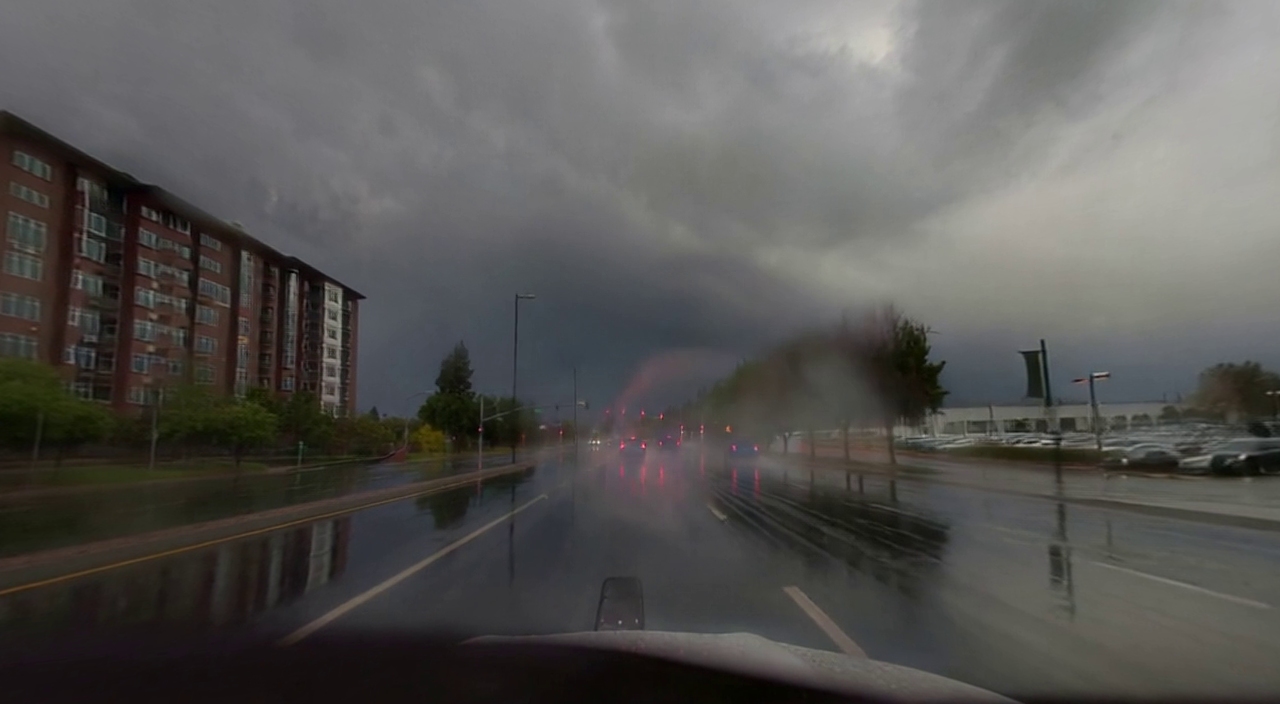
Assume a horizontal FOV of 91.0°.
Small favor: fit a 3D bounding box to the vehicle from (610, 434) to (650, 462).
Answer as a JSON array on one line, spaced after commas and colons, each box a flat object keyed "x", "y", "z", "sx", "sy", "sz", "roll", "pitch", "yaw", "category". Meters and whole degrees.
[{"x": -0.689, "y": 6.936, "z": 45.608, "sx": 2.682, "sy": 1.908, "sz": 5.706, "roll": 0, "pitch": -9, "yaw": -1, "category": "vehicle"}]

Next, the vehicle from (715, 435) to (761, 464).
[{"x": 6.527, "y": 6.534, "z": 42.321, "sx": 2.136, "sy": 1.799, "sz": 4.796, "roll": 1, "pitch": -9, "yaw": -2, "category": "vehicle"}]
